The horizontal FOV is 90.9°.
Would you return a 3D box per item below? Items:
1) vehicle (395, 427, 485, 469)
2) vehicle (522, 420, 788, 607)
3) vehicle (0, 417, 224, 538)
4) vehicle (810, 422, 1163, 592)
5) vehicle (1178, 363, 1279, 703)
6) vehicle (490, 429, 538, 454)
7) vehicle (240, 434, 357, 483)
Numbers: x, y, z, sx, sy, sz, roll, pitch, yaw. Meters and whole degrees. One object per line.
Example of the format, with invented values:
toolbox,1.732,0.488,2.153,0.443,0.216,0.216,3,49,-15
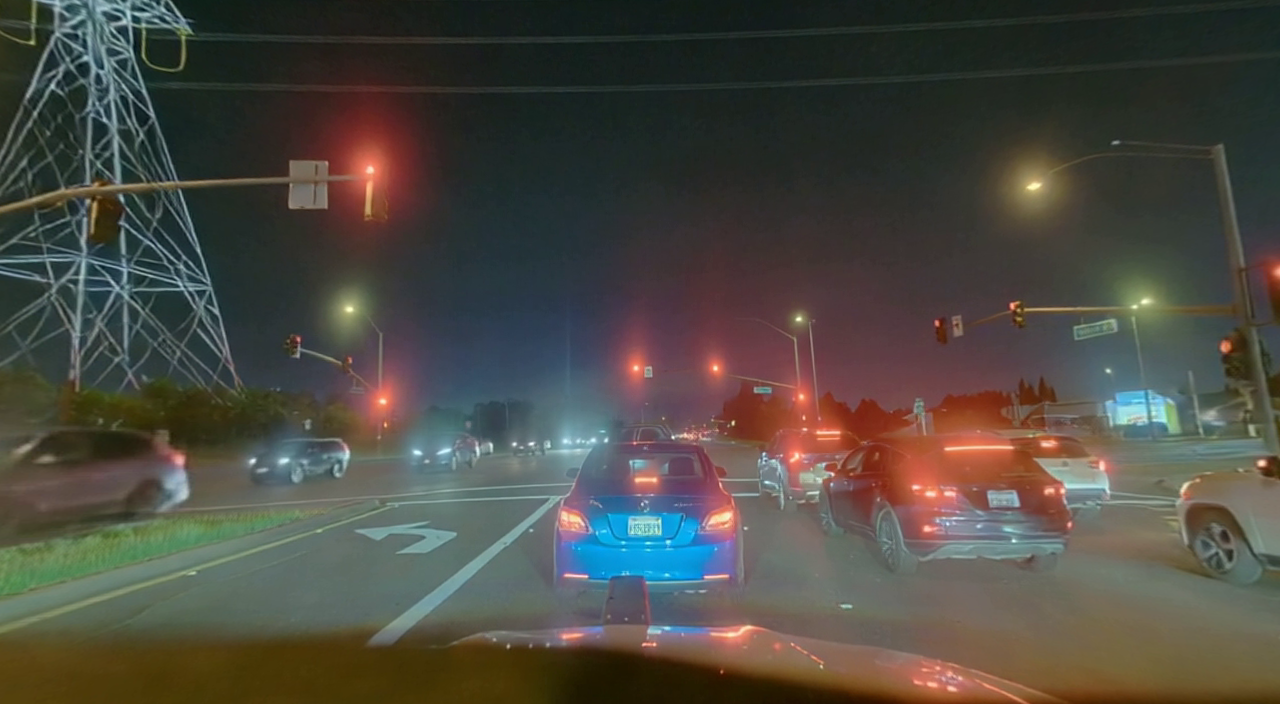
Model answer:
vehicle,-9.491,4.652,30.502,2.161,1.818,5.672,-1,-8,4
vehicle,0.105,1.594,7.124,2.117,1.474,4.036,0,-8,0
vehicle,-10.230,2.065,10.784,2.269,1.716,5.700,0,-8,1
vehicle,3.645,1.681,7.720,1.835,1.473,4.190,0,-8,-2
vehicle,3.406,0.587,0.625,1.926,1.614,4.330,0,-8,1
vehicle,-9.192,6.611,46.425,2.239,1.719,4.948,-1,-8,4
vehicle,-13.408,4.206,25.150,1.939,1.727,4.695,-1,-8,2
